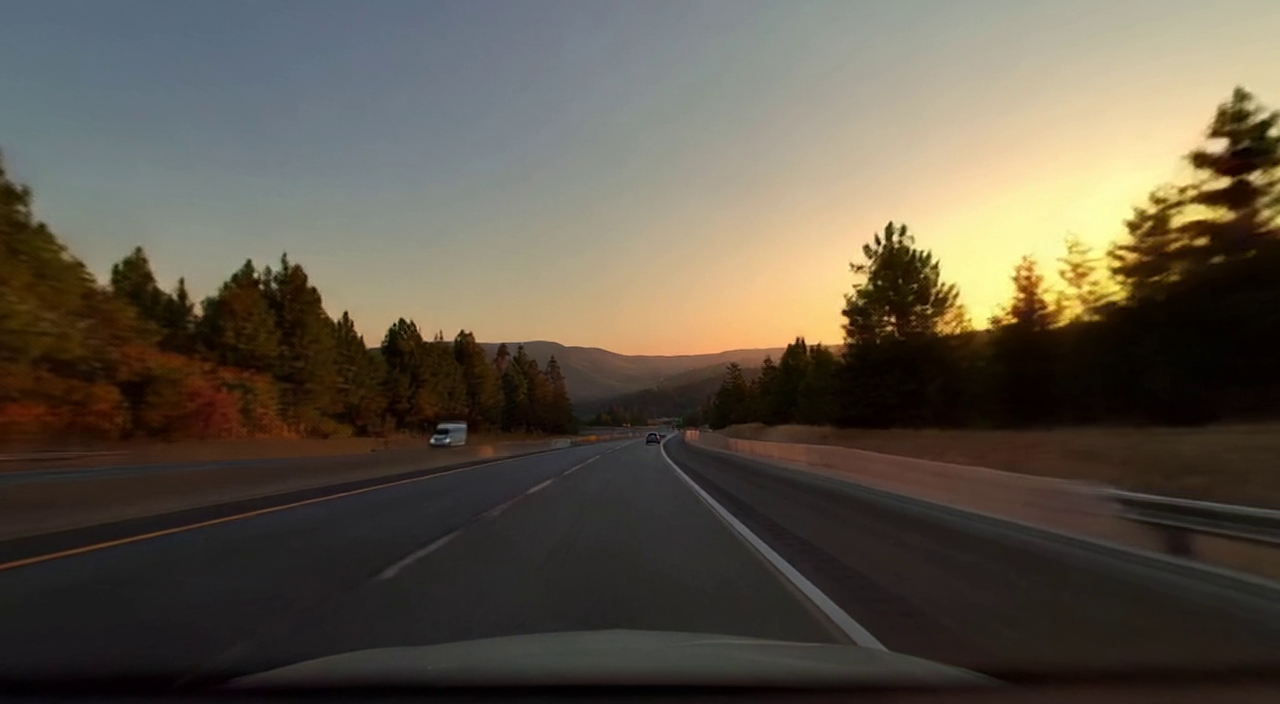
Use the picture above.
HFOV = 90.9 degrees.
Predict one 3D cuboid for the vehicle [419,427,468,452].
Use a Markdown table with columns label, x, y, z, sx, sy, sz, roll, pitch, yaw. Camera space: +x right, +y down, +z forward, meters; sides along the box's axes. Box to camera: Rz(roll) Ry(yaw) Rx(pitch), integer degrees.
| label | x | y | z | sx | sy | sz | roll | pitch | yaw |
| --- | --- | --- | --- | --- | --- | --- | --- | --- | --- |
| vehicle | -15.397 | 6.855 | 49.679 | 2.120 | 1.862 | 5.124 | 0 | -8 | 1 |
